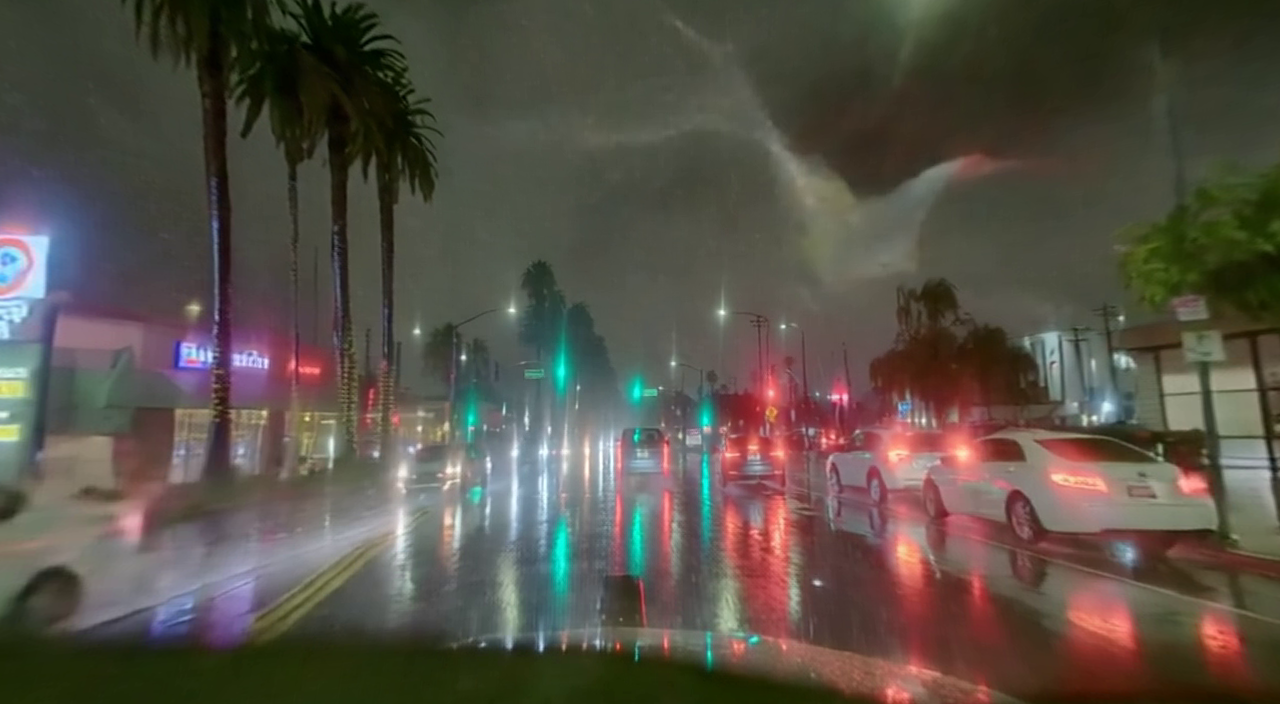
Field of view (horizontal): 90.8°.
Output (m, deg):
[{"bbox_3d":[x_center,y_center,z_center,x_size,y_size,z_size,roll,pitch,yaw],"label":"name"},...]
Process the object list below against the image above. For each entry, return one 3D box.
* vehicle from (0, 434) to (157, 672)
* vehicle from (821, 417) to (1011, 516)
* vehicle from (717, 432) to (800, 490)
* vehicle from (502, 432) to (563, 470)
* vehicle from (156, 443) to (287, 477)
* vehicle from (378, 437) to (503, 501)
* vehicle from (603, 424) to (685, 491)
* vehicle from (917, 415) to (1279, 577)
[{"bbox_3d":[-4.784,1.046,2.658,1.946,1.412,4.657,0,-8,-2],"label":"vehicle"},{"bbox_3d":[6.104,2.606,14.896,1.981,1.893,5.238,0,-8,-1],"label":"vehicle"},{"bbox_3d":[3.838,3.615,21.271,2.070,1.711,4.480,-1,-8,2],"label":"vehicle"},{"bbox_3d":[-5.460,5.108,32.758,2.341,1.762,4.865,0,-8,0],"label":"vehicle"},{"bbox_3d":[-19.648,5.059,29.873,1.759,1.457,4.727,-7,-11,36],"label":"vehicle"},{"bbox_3d":[-5.249,3.118,17.328,2.092,1.504,4.374,0,-8,-1],"label":"vehicle"},{"bbox_3d":[0.062,3.247,19.717,2.264,1.798,4.531,0,-8,-1],"label":"vehicle"},{"bbox_3d":[6.137,1.905,9.231,2.008,1.729,4.647,0,-8,-1],"label":"vehicle"}]
